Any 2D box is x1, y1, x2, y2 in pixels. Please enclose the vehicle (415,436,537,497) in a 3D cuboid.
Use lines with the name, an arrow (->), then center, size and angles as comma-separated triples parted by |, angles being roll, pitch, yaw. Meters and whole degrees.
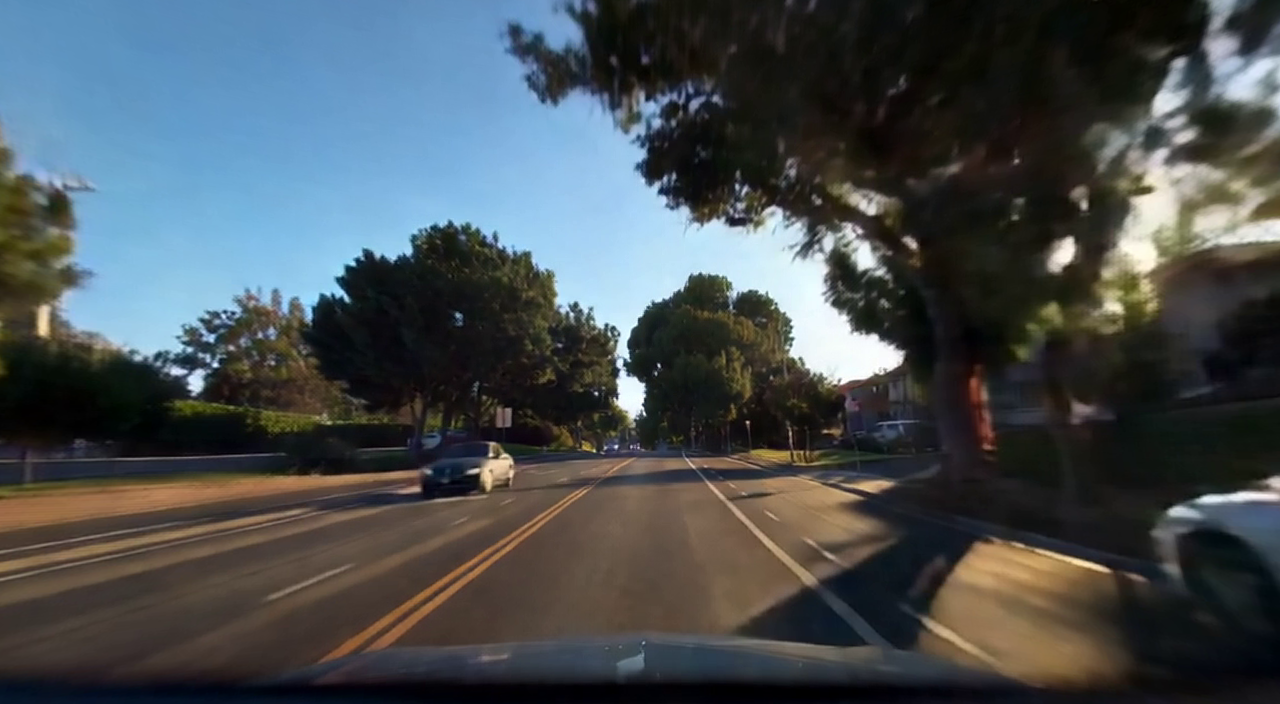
vehicle -> -4.565, 3.265, 18.361 | 2.192, 1.533, 4.341 | 0, -8, 3
